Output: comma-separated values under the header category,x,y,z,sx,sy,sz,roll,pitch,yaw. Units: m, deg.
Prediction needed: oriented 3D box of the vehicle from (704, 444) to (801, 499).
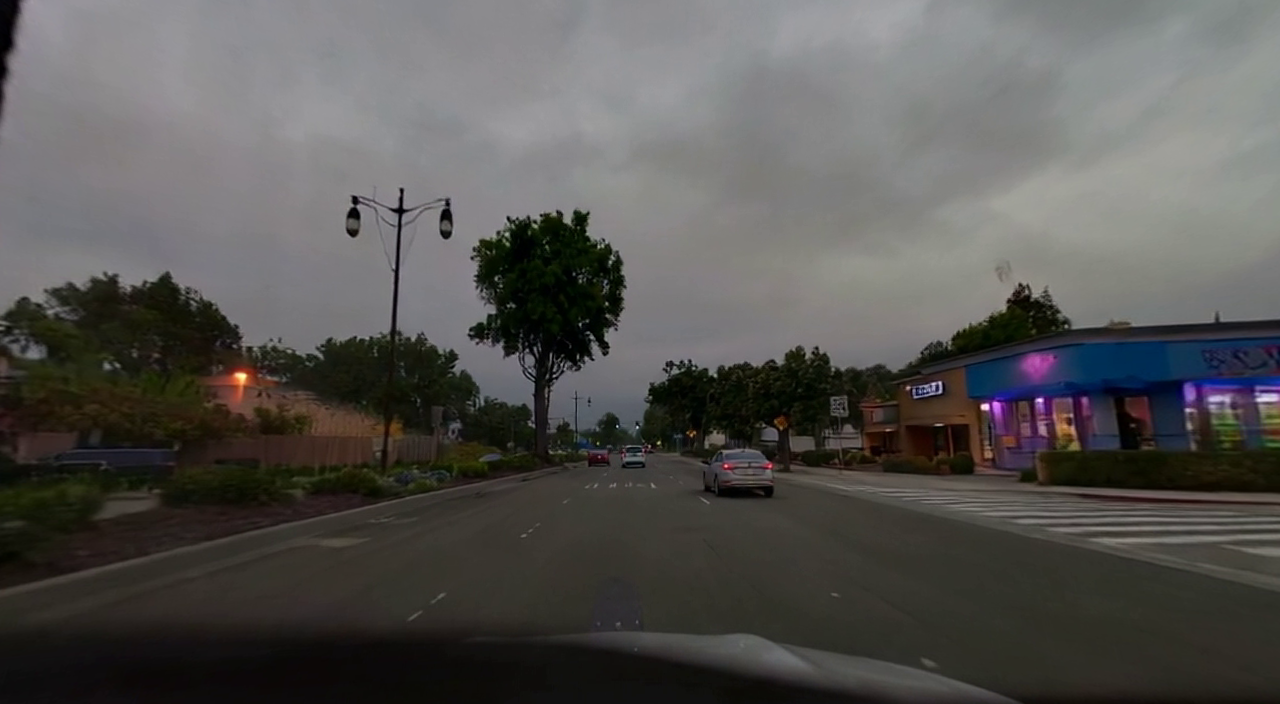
category,x,y,z,sx,sy,sz,roll,pitch,yaw
vehicle,3.407,3.707,20.081,2.090,1.503,4.566,0,-9,-2

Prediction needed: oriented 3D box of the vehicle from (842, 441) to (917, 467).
category,x,y,z,sx,sy,sz,roll,pitch,yaw
vehicle,15.697,6.691,41.510,4.091,1.605,2.017,0,-9,-2
